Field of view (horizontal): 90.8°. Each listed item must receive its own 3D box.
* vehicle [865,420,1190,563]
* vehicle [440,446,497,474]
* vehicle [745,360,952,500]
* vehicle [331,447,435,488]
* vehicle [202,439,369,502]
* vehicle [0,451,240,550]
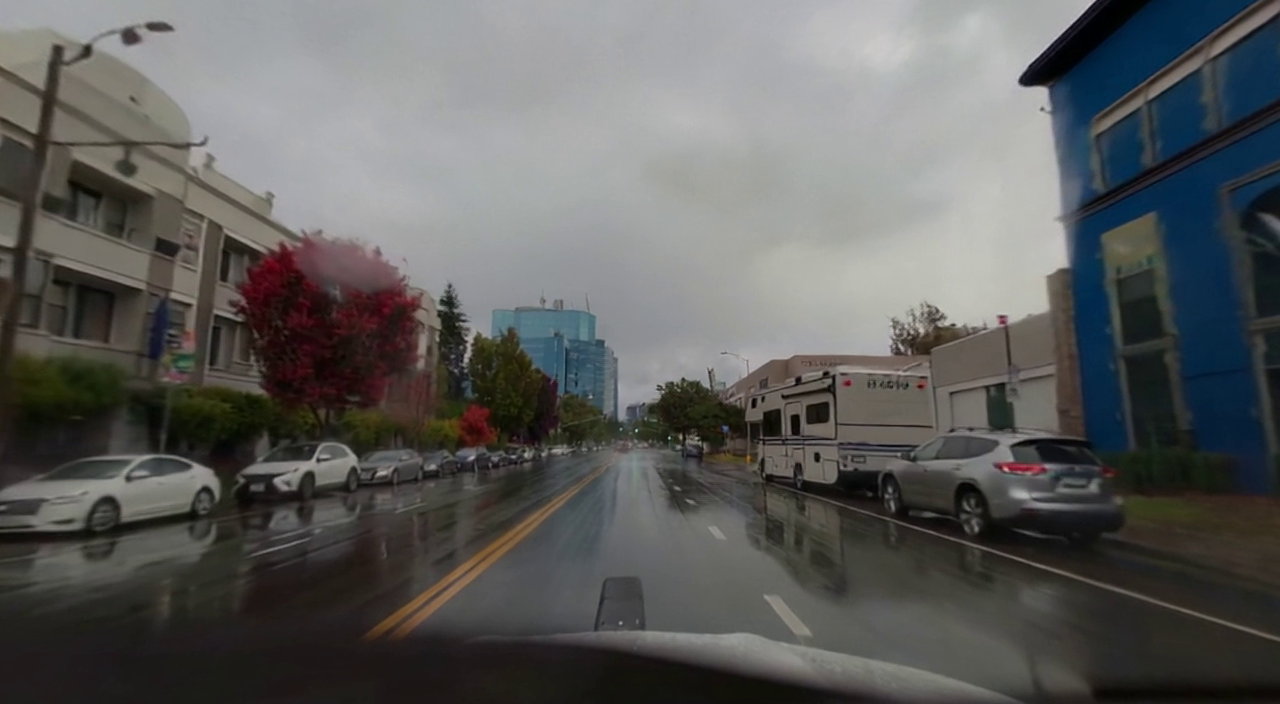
[{"bbox_3d":[5.932,2.174,10.826,2.154,1.804,5.341,0,-8,0],"label":"vehicle"},{"bbox_3d":[-10.084,6.349,37.538,1.918,1.535,4.834,0,-8,1],"label":"vehicle"},{"bbox_3d":[6.012,2.638,20.694,3.102,3.473,9.734,0,-8,-2],"label":"vehicle"},{"bbox_3d":[-10.043,4.522,25.169,2.078,1.427,4.900,0,-8,0],"label":"vehicle"},{"bbox_3d":[-10.040,3.357,18.416,2.276,1.597,4.421,0,-8,0],"label":"vehicle"},{"bbox_3d":[-9.994,2.638,12.009,1.802,1.439,4.546,0,-8,0],"label":"vehicle"}]
